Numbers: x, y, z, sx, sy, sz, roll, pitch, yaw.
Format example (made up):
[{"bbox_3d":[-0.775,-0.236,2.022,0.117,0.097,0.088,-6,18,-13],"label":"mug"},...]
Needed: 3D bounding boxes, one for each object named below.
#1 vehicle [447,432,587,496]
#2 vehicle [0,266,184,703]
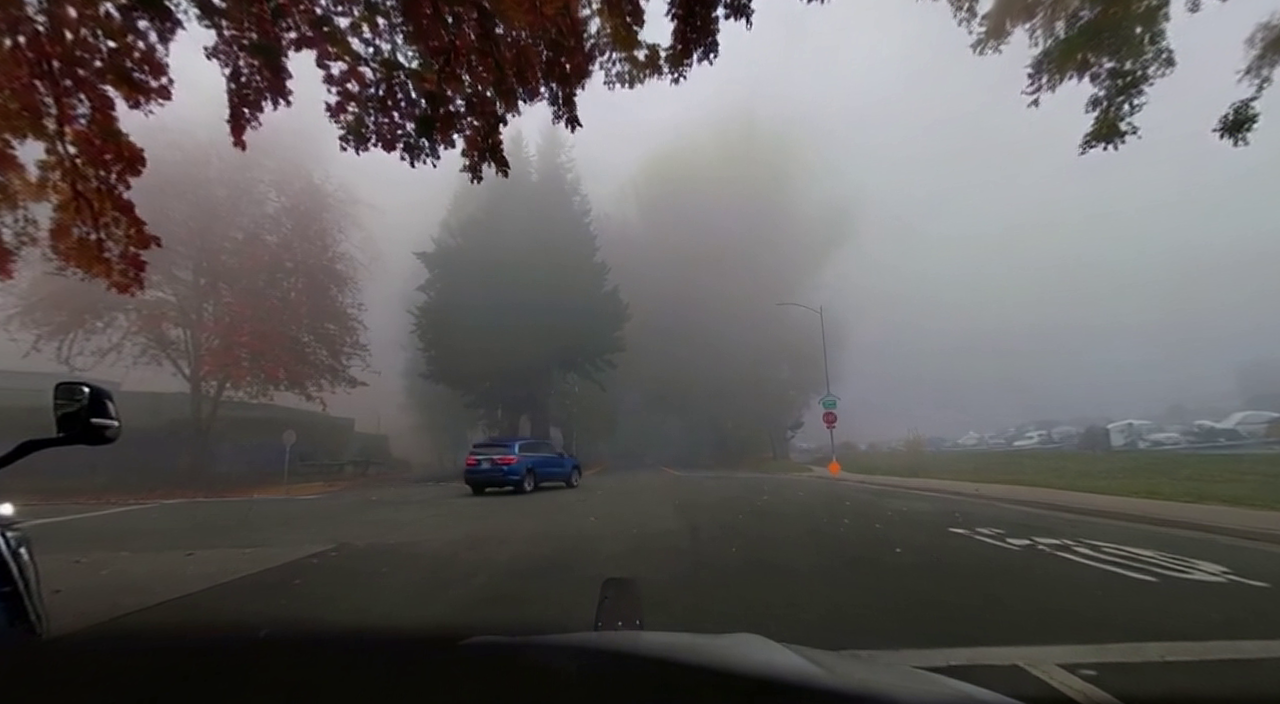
[{"bbox_3d":[-4.272,4.044,23.180,2.284,2.012,5.607,-4,-9,23],"label":"vehicle"},{"bbox_3d":[-3.520,0.478,0.978,2.145,2.038,4.656,0,-9,-1],"label":"vehicle"}]
